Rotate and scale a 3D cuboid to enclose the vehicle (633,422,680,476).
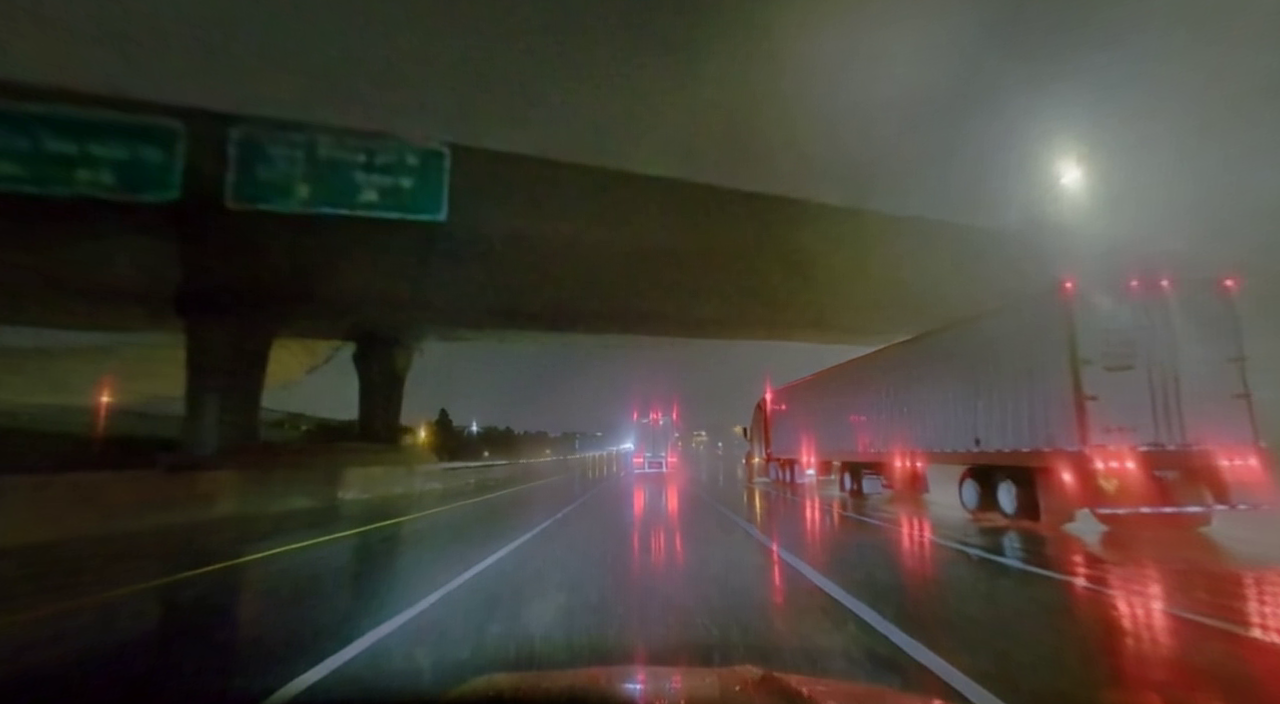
[{"bbox_3d":[1.348,7.692,49.990,3.244,3.713,12.155,-1,-9,2],"label":"vehicle"}]
